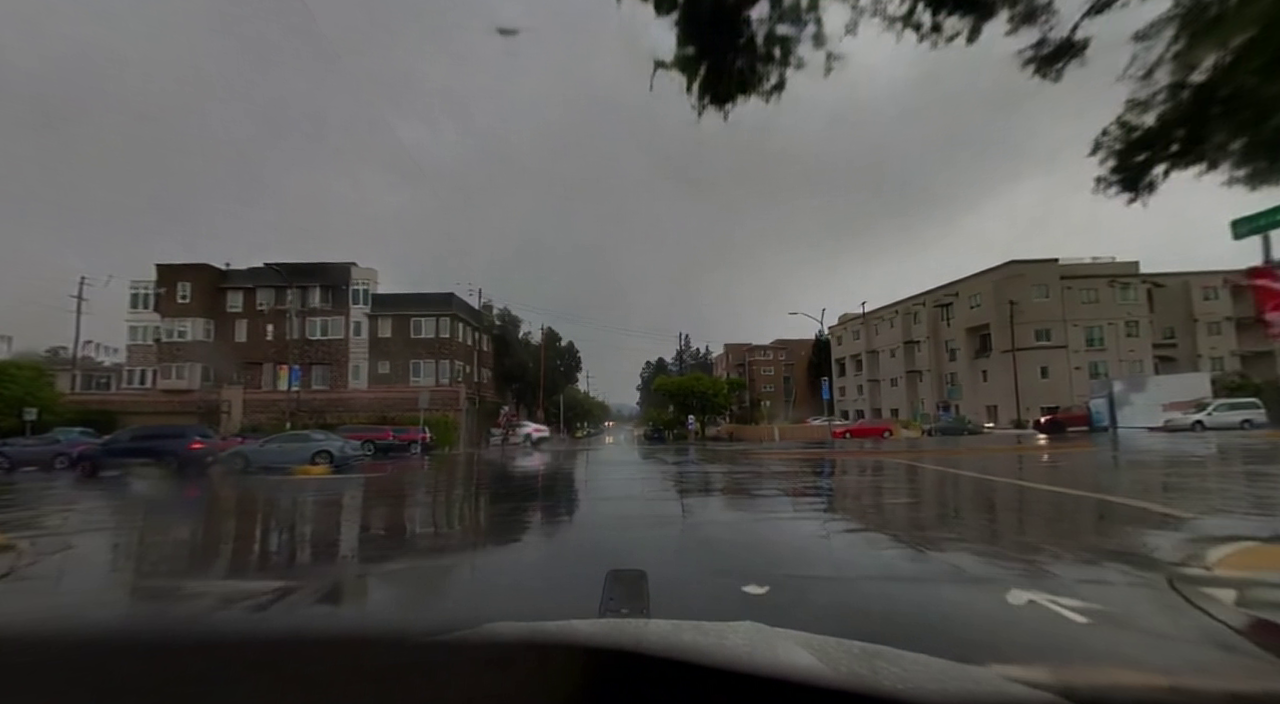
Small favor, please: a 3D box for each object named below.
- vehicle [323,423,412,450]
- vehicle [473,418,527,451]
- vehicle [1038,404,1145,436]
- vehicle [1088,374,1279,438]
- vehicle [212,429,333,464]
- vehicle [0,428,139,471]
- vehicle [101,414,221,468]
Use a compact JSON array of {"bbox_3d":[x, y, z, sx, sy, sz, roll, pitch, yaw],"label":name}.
[{"bbox_3d":[-16.643,5.233,38.699,2.010,1.583,4.582,-6,-11,35],"label":"vehicle"},{"bbox_3d":[-7.682,4.652,35.075,2.156,1.620,4.945,3,-9,-4],"label":"vehicle"},{"bbox_3d":[30.140,4.575,42.193,5.277,2.032,2.408,0,-7,-1],"label":"vehicle"},{"bbox_3d":[34.227,3.386,39.038,10.986,3.604,2.707,-1,-8,-4],"label":"vehicle"},{"bbox_3d":[-15.849,4.110,27.299,4.233,1.432,1.755,-1,-9,7],"label":"vehicle"},{"bbox_3d":[-25.585,4.391,28.350,4.696,1.801,1.948,-1,-9,9],"label":"vehicle"},{"bbox_3d":[-21.066,3.961,27.845,3.506,2.261,2.158,-1,-9,7],"label":"vehicle"}]
